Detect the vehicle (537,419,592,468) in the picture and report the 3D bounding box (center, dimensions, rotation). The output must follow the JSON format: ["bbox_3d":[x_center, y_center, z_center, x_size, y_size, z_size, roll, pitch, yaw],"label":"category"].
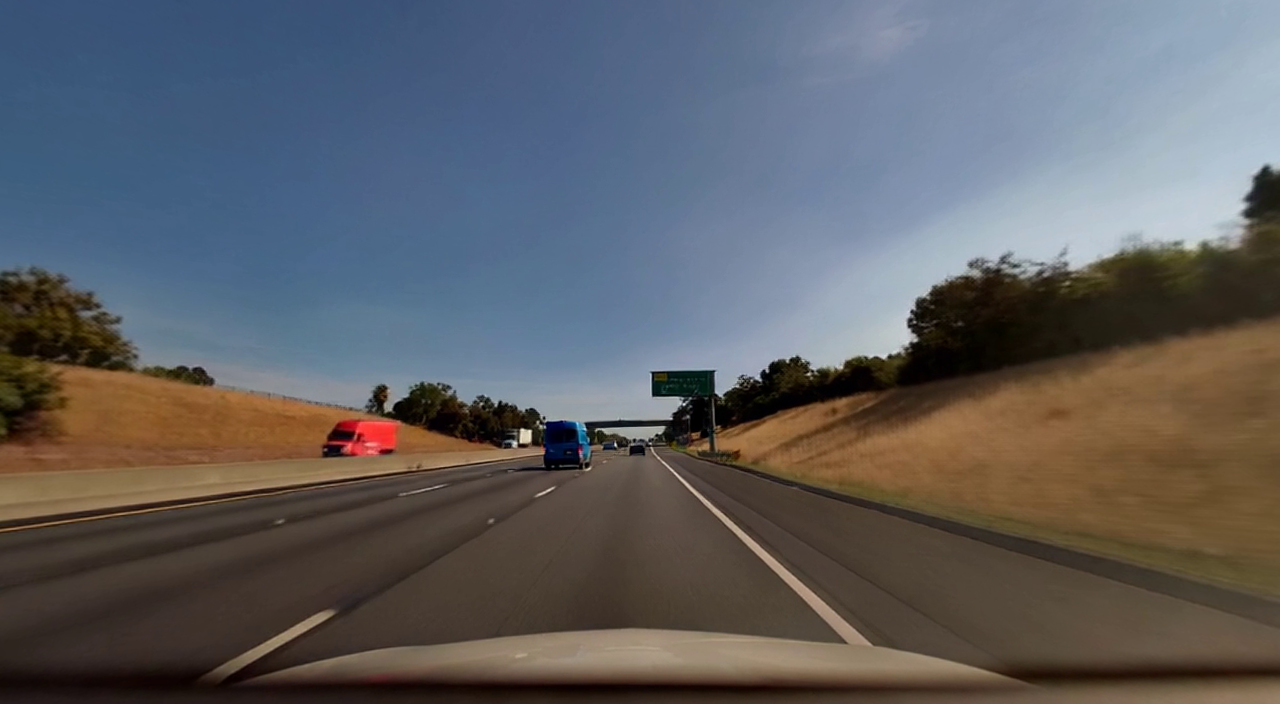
[{"bbox_3d":[-4.011,5.002,34.434,2.329,2.483,5.428,0,-8,0],"label":"vehicle"}]
